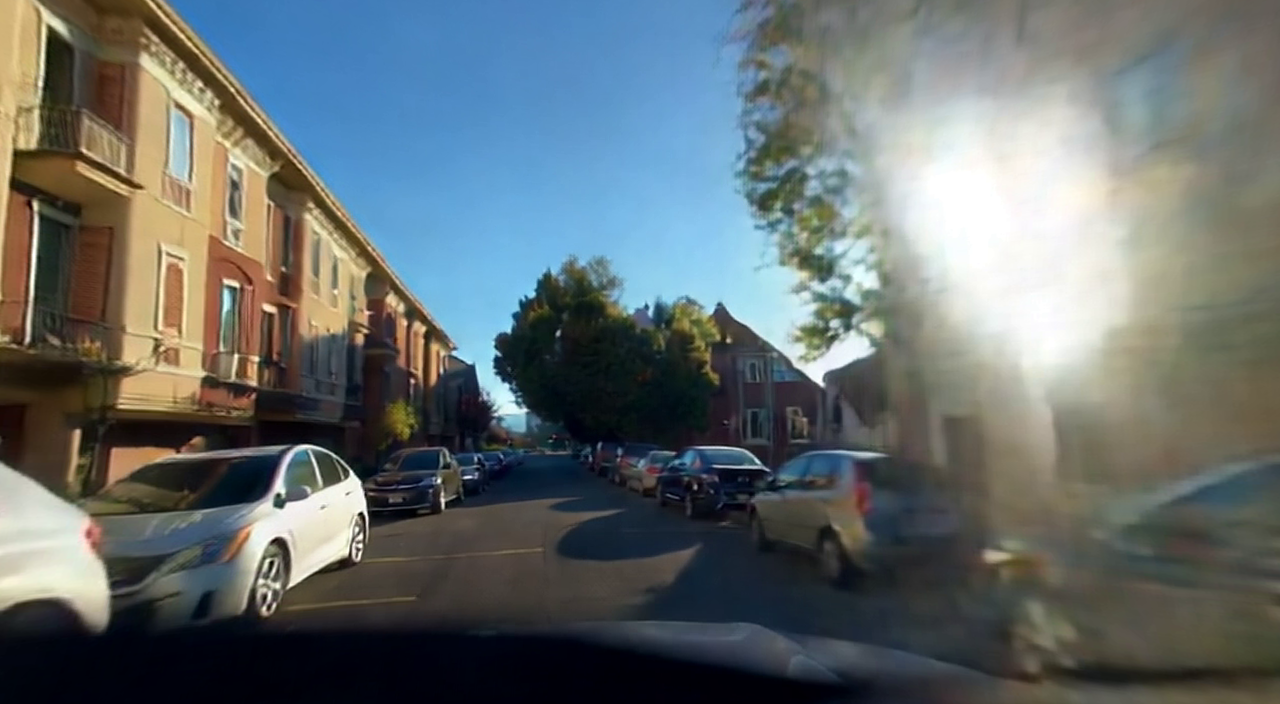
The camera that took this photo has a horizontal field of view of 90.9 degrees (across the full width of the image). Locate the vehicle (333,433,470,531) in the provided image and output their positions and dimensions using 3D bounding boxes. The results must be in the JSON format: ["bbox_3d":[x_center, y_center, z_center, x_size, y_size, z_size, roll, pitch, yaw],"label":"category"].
[{"bbox_3d":[-5.360,2.872,14.804,2.081,1.679,4.506,-2,-5,-9],"label":"vehicle"}]

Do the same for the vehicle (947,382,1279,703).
[{"bbox_3d":[3.313,0.913,1.813,2.025,1.631,4.679,3,-8,-8],"label":"vehicle"}]

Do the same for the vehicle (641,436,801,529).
[{"bbox_3d":[1.454,2.582,13.366,1.968,1.595,4.543,2,-8,-11],"label":"vehicle"}]

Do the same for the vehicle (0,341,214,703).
[{"bbox_3d":[-3.435,0.755,1.646,2.100,1.769,4.544,0,-8,-10],"label":"vehicle"}]
